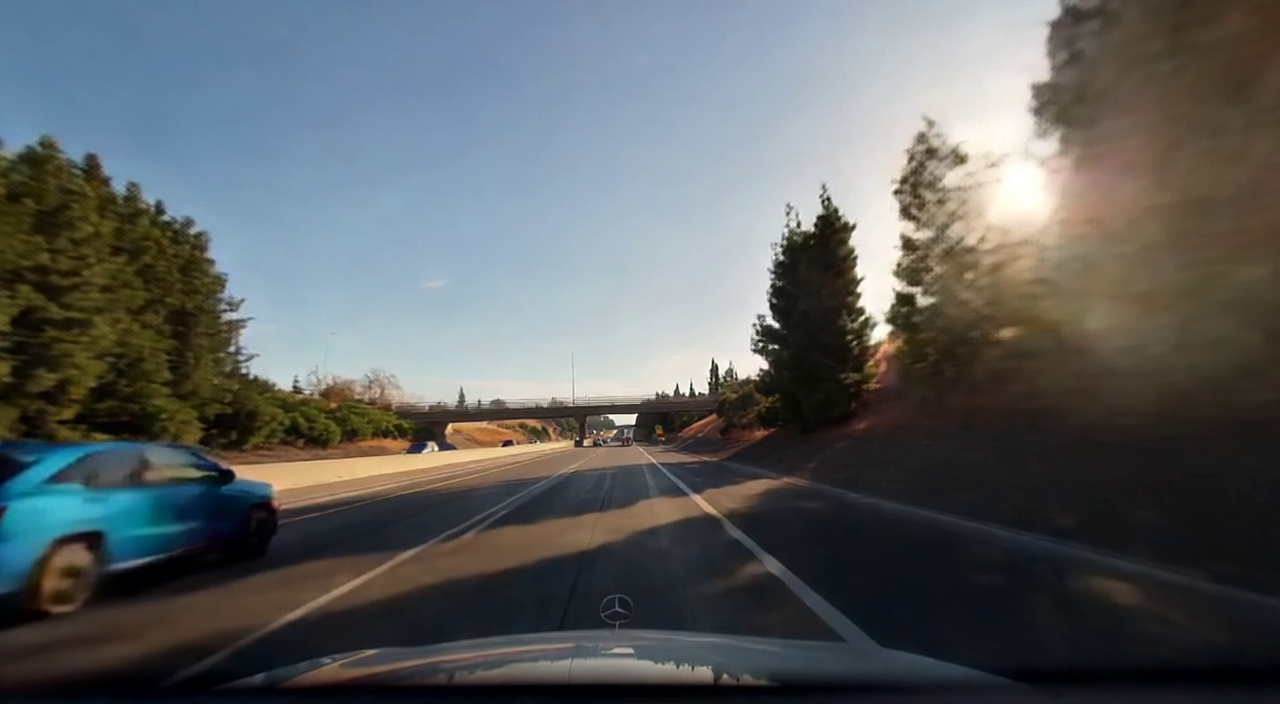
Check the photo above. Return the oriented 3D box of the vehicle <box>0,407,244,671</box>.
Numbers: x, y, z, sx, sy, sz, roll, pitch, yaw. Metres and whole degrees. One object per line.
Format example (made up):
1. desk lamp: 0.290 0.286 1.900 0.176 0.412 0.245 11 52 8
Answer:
1. vehicle: -4.691 1.124 3.955 1.965 1.513 3.774 0 -8 -1
